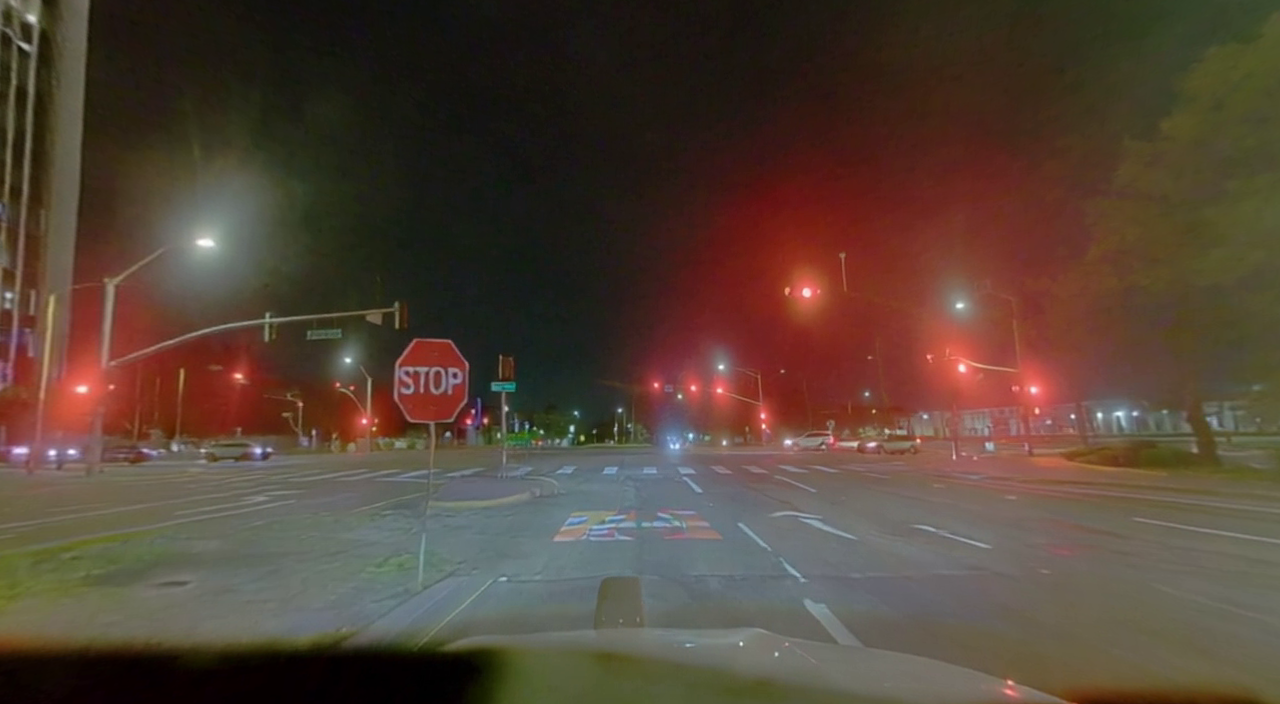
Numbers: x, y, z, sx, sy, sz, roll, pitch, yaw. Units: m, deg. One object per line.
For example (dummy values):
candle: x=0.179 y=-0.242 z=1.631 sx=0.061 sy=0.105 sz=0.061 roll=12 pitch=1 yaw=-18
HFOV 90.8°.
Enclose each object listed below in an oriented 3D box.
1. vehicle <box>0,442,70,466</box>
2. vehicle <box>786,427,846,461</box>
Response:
vehicle: x=-45.380 y=7.510 z=46.661 sx=4.412 sy=1.730 sz=2.068 roll=0 pitch=-9 yaw=1
vehicle: x=10.418 y=5.492 z=37.798 sx=2.156 sy=1.881 sz=4.743 roll=0 pitch=-9 yaw=-1
